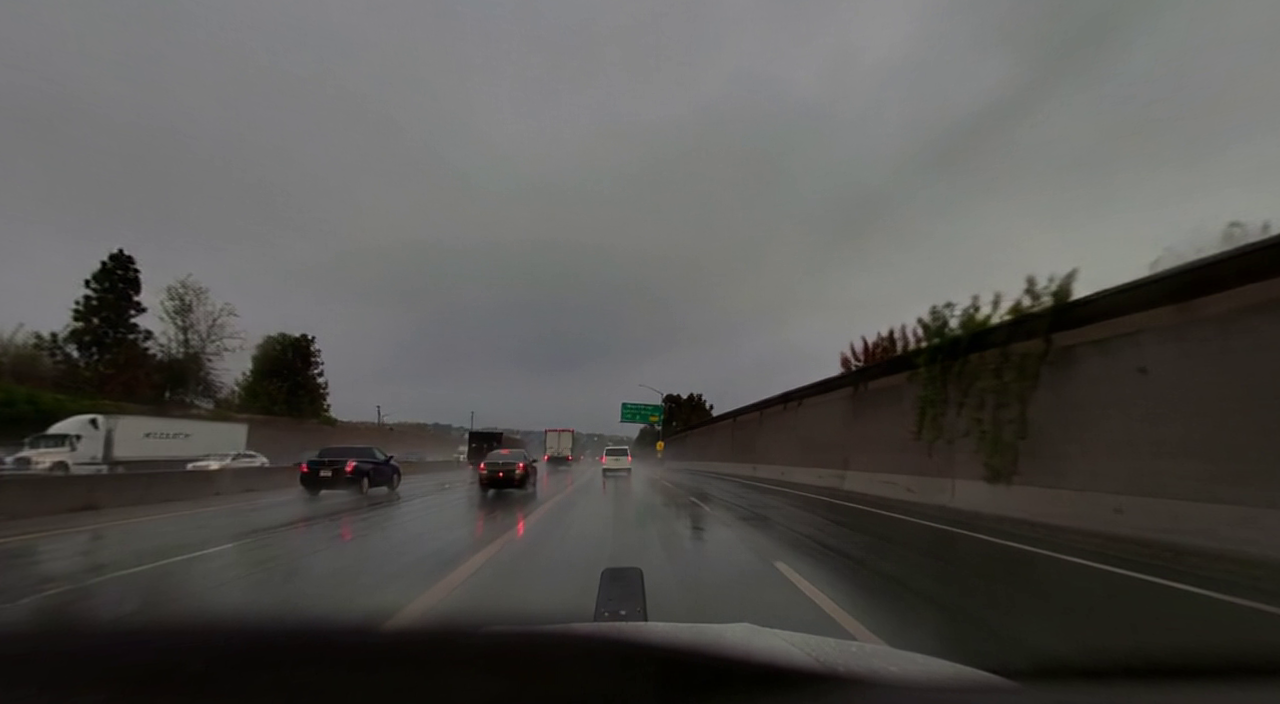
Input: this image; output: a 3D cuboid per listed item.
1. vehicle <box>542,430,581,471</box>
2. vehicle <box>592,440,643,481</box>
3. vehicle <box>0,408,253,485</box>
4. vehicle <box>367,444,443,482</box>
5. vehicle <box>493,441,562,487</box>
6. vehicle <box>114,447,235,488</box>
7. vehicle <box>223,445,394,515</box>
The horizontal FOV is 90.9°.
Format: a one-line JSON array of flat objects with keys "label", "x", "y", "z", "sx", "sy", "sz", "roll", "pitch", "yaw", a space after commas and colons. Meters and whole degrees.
[{"label": "vehicle", "x": -5.530, "y": 7.017, "z": 45.102, "sx": 2.279, "sy": 2.672, "sz": 5.256, "roll": 0, "pitch": -8, "yaw": -2}, {"label": "vehicle", "x": -1.026, "y": 4.753, "z": 28.026, "sx": 2.092, "sy": 1.671, "sz": 3.772, "roll": 0, "pitch": -8, "yaw": -3}, {"label": "vehicle", "x": -24.305, "y": 4.627, "z": 31.129, "sx": 3.003, "sy": 2.982, "sz": 12.570, "roll": 0, "pitch": -8, "yaw": -3}, {"label": "vehicle", "x": -11.998, "y": 5.674, "z": 32.650, "sx": 2.079, "sy": 1.807, "sz": 5.187, "roll": 0, "pitch": -8, "yaw": -2}, {"label": "vehicle", "x": -4.307, "y": 4.320, "z": 24.737, "sx": 2.005, "sy": 1.631, "sz": 4.295, "roll": 0, "pitch": -8, "yaw": -1}, {"label": "vehicle", "x": -20.134, "y": 4.972, "z": 27.575, "sx": 1.934, "sy": 1.609, "sz": 4.619, "roll": 0, "pitch": -8, "yaw": -3}, {"label": "vehicle", "x": -7.998, "y": 3.074, "z": 15.791, "sx": 1.896, "sy": 1.465, "sz": 4.399, "roll": 0, "pitch": -8, "yaw": 0}]
